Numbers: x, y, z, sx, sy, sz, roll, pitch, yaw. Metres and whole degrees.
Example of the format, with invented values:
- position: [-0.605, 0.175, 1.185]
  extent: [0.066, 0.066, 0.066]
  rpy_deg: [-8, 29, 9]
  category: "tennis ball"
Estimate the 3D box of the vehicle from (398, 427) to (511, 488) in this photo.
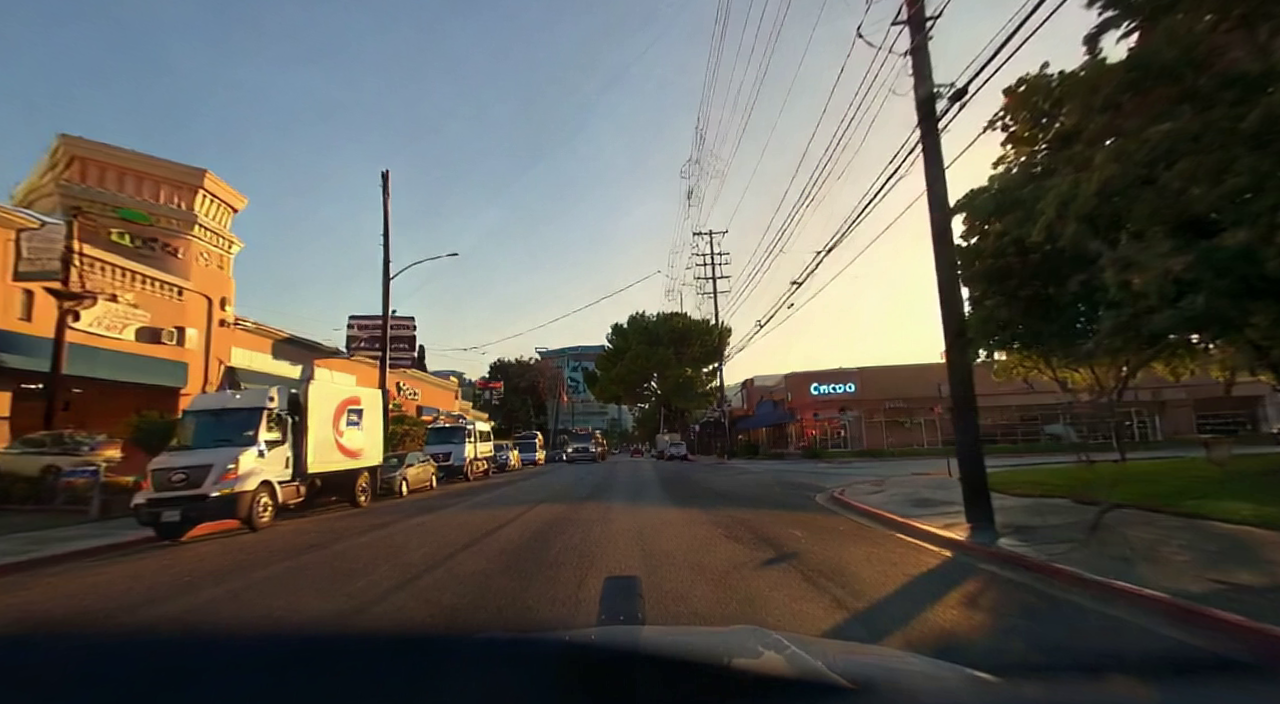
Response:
- position: [-8.052, 4.682, 28.545]
  extent: [2.737, 2.345, 7.210]
  rpy_deg: [-1, -8, 2]
  category: "vehicle"

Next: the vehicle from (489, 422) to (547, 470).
- position: [-8.649, 6.785, 45.815]
  extent: [2.745, 3.157, 7.388]
  rpy_deg: [0, -8, 0]
  category: "vehicle"

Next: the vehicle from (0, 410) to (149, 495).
- position: [-20.344, 3.299, 20.811]
  extent: [6.011, 2.585, 2.607]
  rpy_deg: [0, -8, -1]
  category: "vehicle"

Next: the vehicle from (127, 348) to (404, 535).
- position: [-8.348, 2.106, 15.389]
  extent: [2.811, 3.398, 6.693]
  rpy_deg: [-3, -7, -1]
  category: "vehicle"
